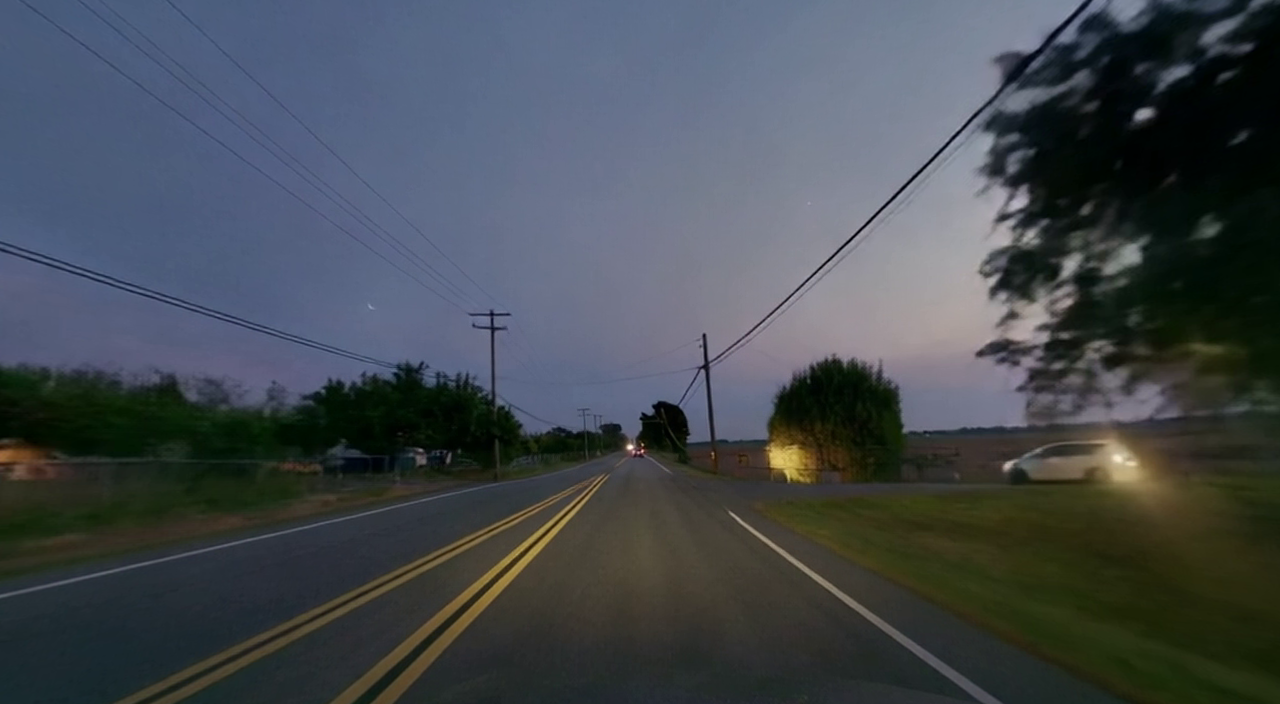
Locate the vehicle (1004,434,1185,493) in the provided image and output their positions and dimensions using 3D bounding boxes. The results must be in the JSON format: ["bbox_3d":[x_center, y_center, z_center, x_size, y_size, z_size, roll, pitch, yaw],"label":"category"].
[{"bbox_3d":[14.833,3.630,20.820,4.400,1.462,1.884,-5,-7,1],"label":"vehicle"}]
